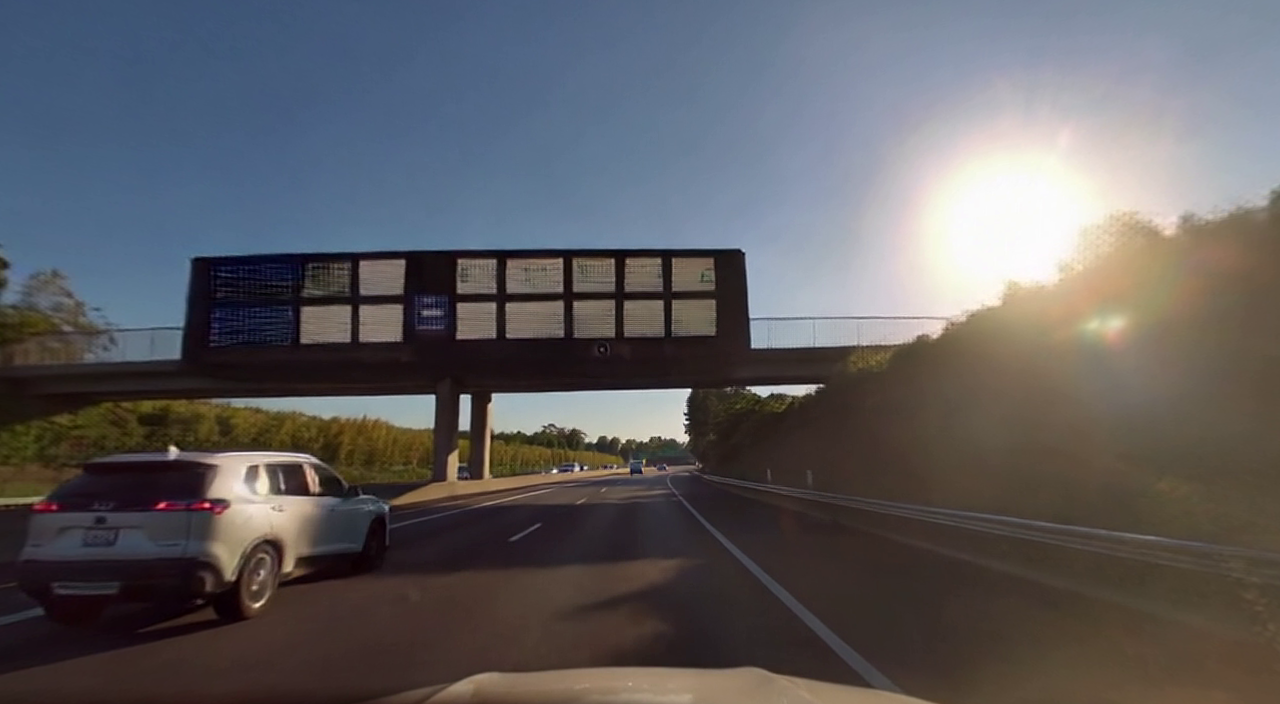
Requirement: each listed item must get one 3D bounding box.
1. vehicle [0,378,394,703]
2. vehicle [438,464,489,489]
[{"bbox_3d":[-4.142,1.376,5.373,2.141,1.697,4.641,1,-11,0],"label":"vehicle"},{"bbox_3d":[-11.333,8.057,40.785,1.874,1.455,4.446,1,-11,1],"label":"vehicle"}]
